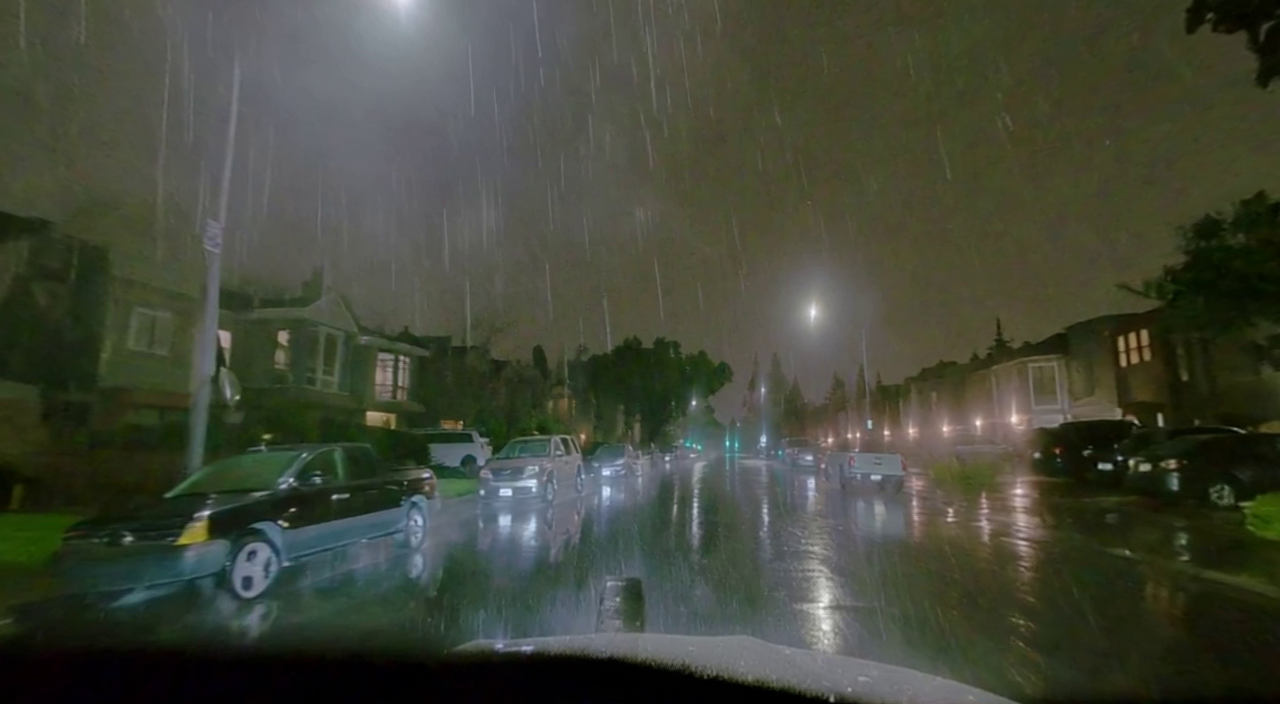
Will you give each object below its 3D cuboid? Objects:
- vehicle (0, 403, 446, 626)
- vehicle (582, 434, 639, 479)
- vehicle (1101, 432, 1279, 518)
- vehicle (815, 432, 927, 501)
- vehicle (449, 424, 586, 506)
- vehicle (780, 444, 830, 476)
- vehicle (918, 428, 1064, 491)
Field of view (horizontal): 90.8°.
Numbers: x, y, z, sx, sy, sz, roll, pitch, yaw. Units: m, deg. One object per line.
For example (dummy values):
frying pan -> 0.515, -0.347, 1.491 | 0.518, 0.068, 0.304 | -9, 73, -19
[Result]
vehicle -> -4.404, 1.788, 7.680 | 2.035, 1.719, 4.749 | -6, -11, 7
vehicle -> -1.257, 4.830, 28.956 | 2.007, 1.861, 4.101 | 0, -11, 6
vehicle -> 12.176, 2.340, 12.331 | 4.611, 1.510, 1.962 | -2, -8, 8
vehicle -> 7.275, 3.646, 20.632 | 2.201, 1.896, 5.632 | -1, -8, 8
vehicle -> -3.181, 3.214, 17.921 | 2.319, 1.902, 5.526 | -2, -10, 5
vehicle -> 8.843, 5.789, 34.252 | 1.850, 1.516, 5.066 | -1, -8, 6
vehicle -> 11.376, 3.588, 21.003 | 2.285, 1.833, 4.853 | -1, -10, 4
